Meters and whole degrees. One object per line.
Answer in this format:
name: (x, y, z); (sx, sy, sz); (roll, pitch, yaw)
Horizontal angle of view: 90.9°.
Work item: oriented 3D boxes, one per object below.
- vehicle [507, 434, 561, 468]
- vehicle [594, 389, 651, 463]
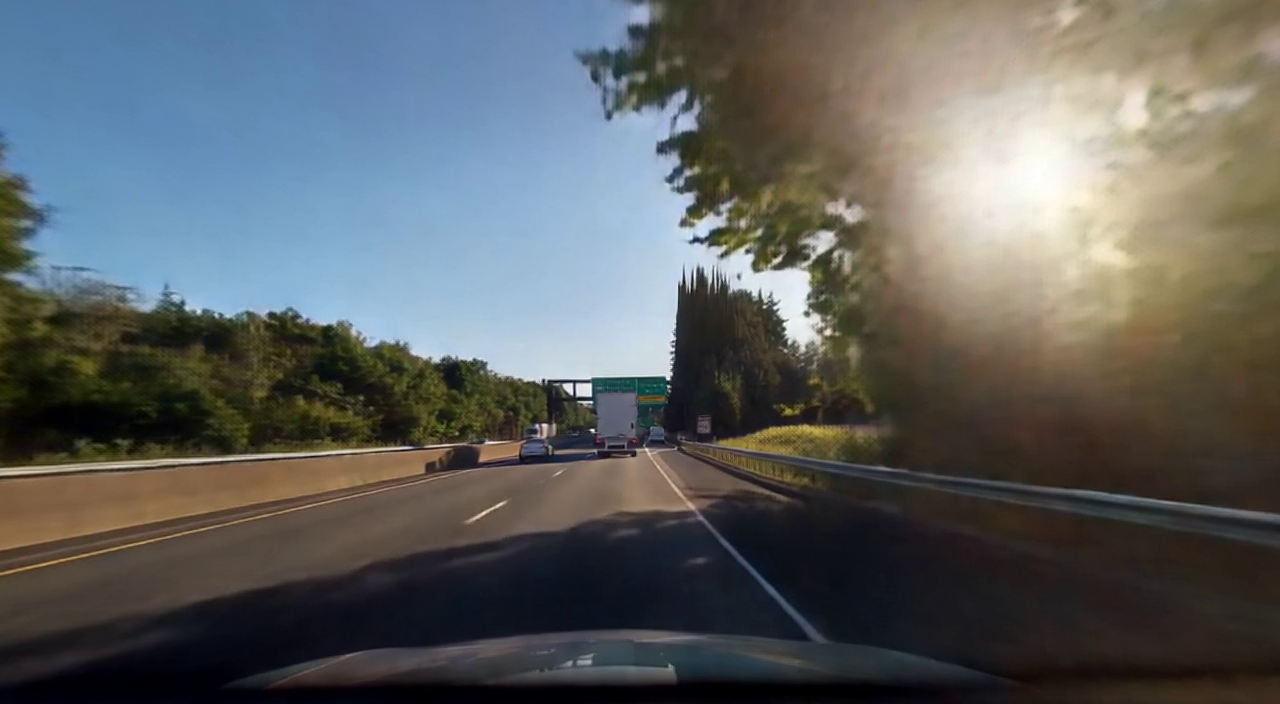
vehicle: (-5.038, 4.725, 30.384); (1.931, 1.479, 4.083); (0, -8, -1)
vehicle: (-0.998, 4.332, 36.209); (2.855, 3.741, 8.587); (0, -8, -2)
